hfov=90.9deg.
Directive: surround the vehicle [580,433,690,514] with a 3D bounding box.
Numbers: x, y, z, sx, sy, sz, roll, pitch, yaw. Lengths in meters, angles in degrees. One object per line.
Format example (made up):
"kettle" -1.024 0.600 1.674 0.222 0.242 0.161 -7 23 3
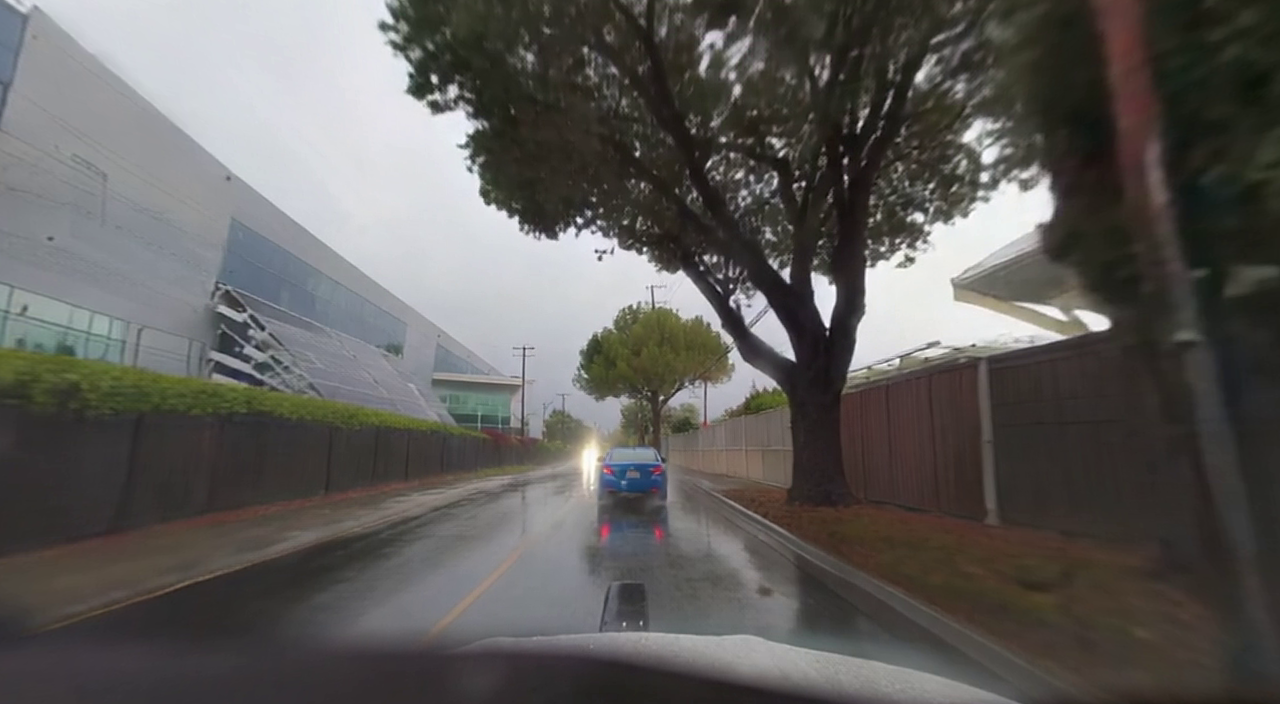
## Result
"vehicle" -0.142 2.562 13.884 2.060 1.487 3.920 0 -8 -1
